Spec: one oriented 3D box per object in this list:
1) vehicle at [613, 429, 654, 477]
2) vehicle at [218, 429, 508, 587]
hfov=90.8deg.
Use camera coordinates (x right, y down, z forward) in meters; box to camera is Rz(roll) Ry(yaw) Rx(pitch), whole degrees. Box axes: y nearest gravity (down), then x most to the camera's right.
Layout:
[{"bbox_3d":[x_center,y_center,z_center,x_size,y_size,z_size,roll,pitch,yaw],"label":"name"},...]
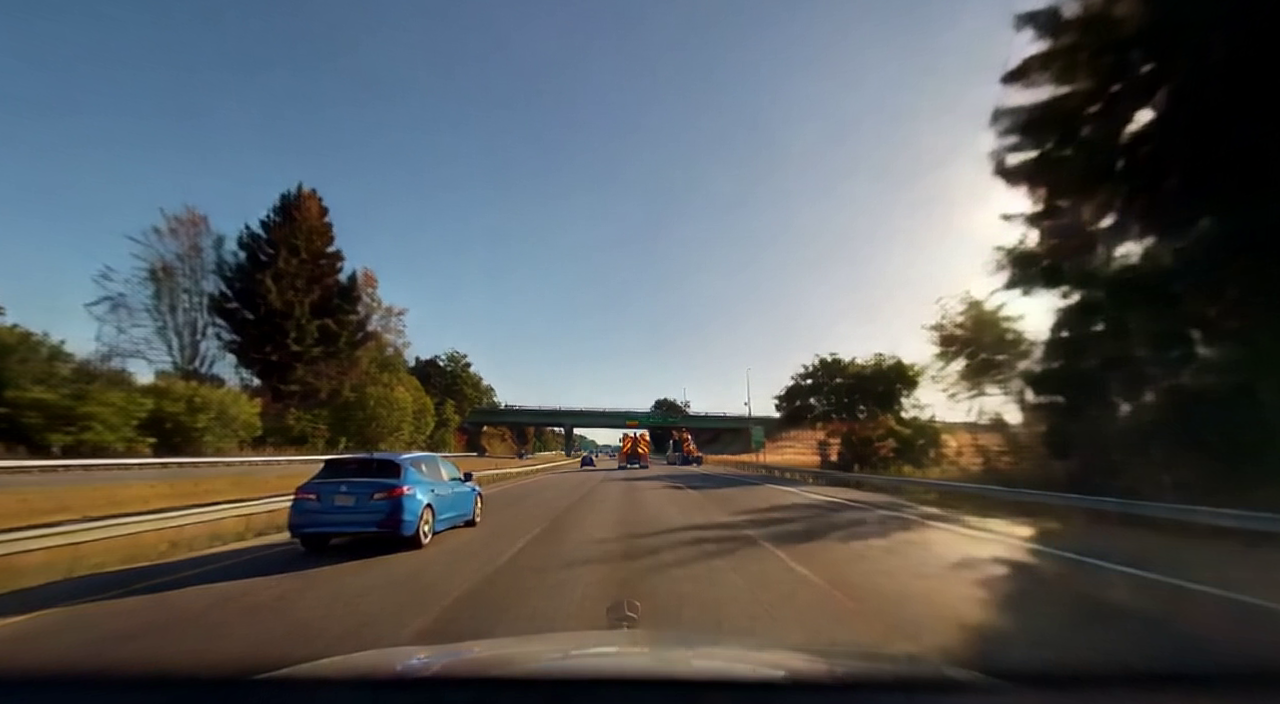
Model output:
[{"bbox_3d":[-0.547,7.066,44.401,2.672,3.056,6.900,0,-9,-2],"label":"vehicle"},{"bbox_3d":[-3.361,1.970,8.796,2.088,1.643,4.215,0,-9,0],"label":"vehicle"}]
